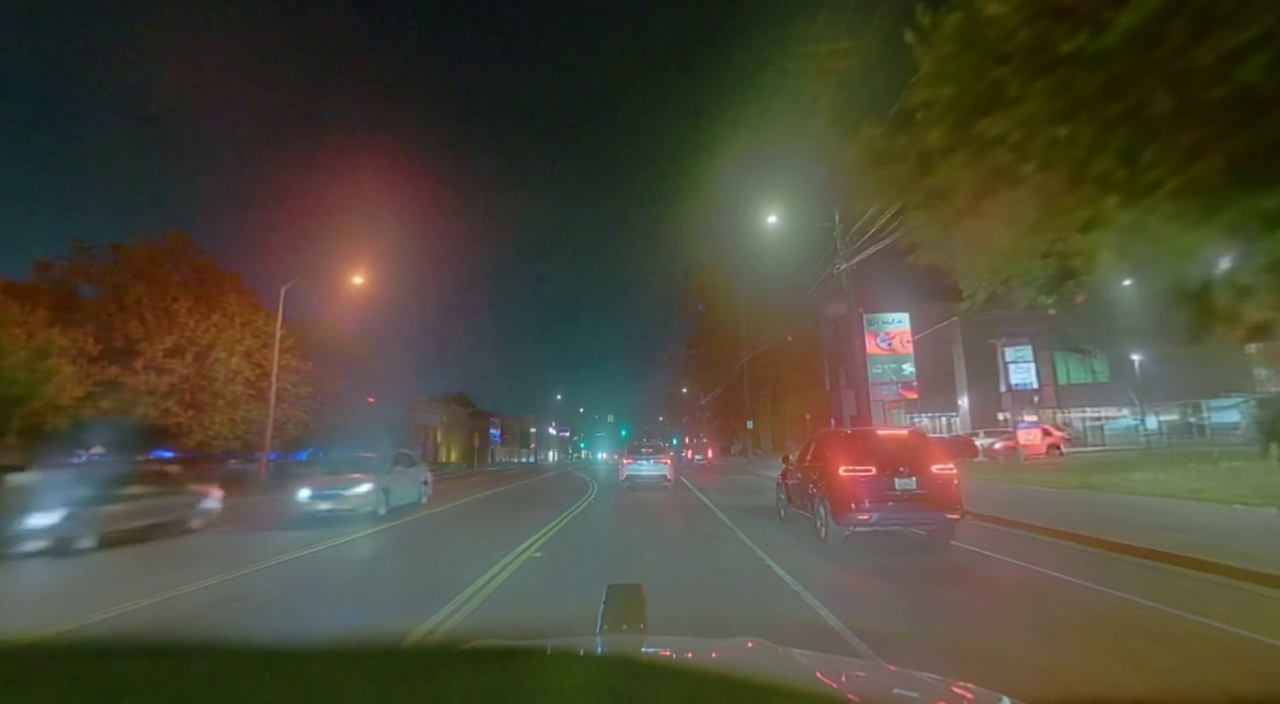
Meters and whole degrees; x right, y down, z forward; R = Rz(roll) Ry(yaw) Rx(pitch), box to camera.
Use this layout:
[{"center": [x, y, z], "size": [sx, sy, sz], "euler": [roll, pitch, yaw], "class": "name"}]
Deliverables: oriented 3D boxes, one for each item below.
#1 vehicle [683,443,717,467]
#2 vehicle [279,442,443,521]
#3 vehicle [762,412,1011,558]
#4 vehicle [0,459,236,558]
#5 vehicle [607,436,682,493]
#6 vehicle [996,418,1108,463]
[{"center": [3.938, 6.876, 42.152], "size": [1.880, 1.503, 4.130], "euler": [0, -9, 0], "class": "vehicle"}, {"center": [-6.658, 3.092, 15.711], "size": [2.008, 1.638, 4.552], "euler": [0, -9, 0], "class": "vehicle"}, {"center": [3.373, 1.922, 9.813], "size": [2.024, 1.711, 4.512], "euler": [0, -9, 0], "class": "vehicle"}, {"center": [-10.542, 2.940, 12.563], "size": [1.967, 1.494, 4.483], "euler": [0, -9, 0], "class": "vehicle"}, {"center": [0.133, 3.615, 20.634], "size": [2.200, 1.653, 4.127], "euler": [0, -9, 0], "class": "vehicle"}, {"center": [18.719, 4.138, 28.986], "size": [1.950, 1.797, 4.967], "euler": [-3, -10, 3], "class": "vehicle"}]
